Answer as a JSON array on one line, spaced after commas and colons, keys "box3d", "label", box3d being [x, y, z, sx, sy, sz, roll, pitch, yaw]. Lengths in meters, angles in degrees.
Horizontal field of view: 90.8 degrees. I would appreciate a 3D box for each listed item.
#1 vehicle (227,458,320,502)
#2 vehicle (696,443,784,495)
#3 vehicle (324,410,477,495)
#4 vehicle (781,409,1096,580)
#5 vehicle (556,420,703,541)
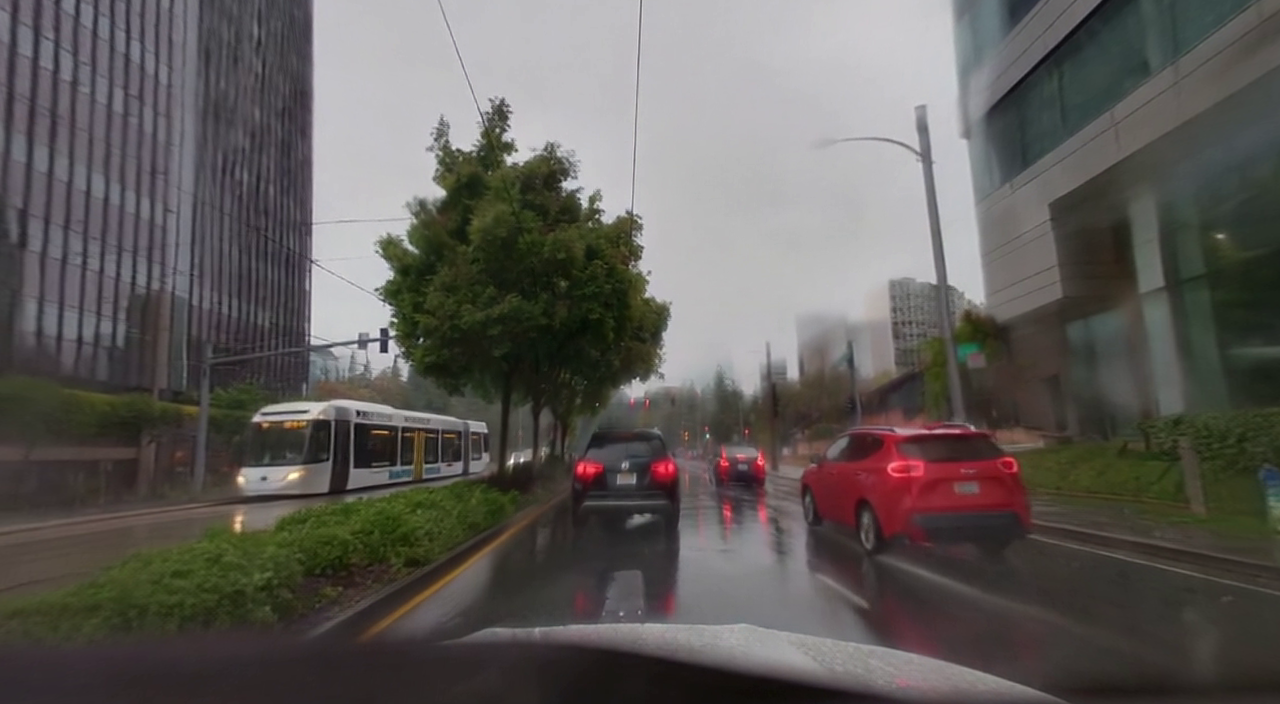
[{"box3d": [-18.533, 6.454, 32.275, 1.933, 1.919, 4.913, 0, -8, -2], "label": "vehicle"}, {"box3d": [3.087, 3.696, 20.430, 1.993, 1.480, 4.324, 0, -8, -2], "label": "vehicle"}, {"box3d": [-10.953, 4.785, 30.570, 3.053, 3.359, 10.539, 0, -8, 1], "label": "vehicle"}, {"box3d": [3.572, 1.795, 8.823, 2.029, 1.717, 4.624, 0, -8, -1], "label": "vehicle"}, {"box3d": [-0.206, 2.225, 11.590, 2.178, 1.779, 4.255, 0, -8, -2], "label": "vehicle"}]
